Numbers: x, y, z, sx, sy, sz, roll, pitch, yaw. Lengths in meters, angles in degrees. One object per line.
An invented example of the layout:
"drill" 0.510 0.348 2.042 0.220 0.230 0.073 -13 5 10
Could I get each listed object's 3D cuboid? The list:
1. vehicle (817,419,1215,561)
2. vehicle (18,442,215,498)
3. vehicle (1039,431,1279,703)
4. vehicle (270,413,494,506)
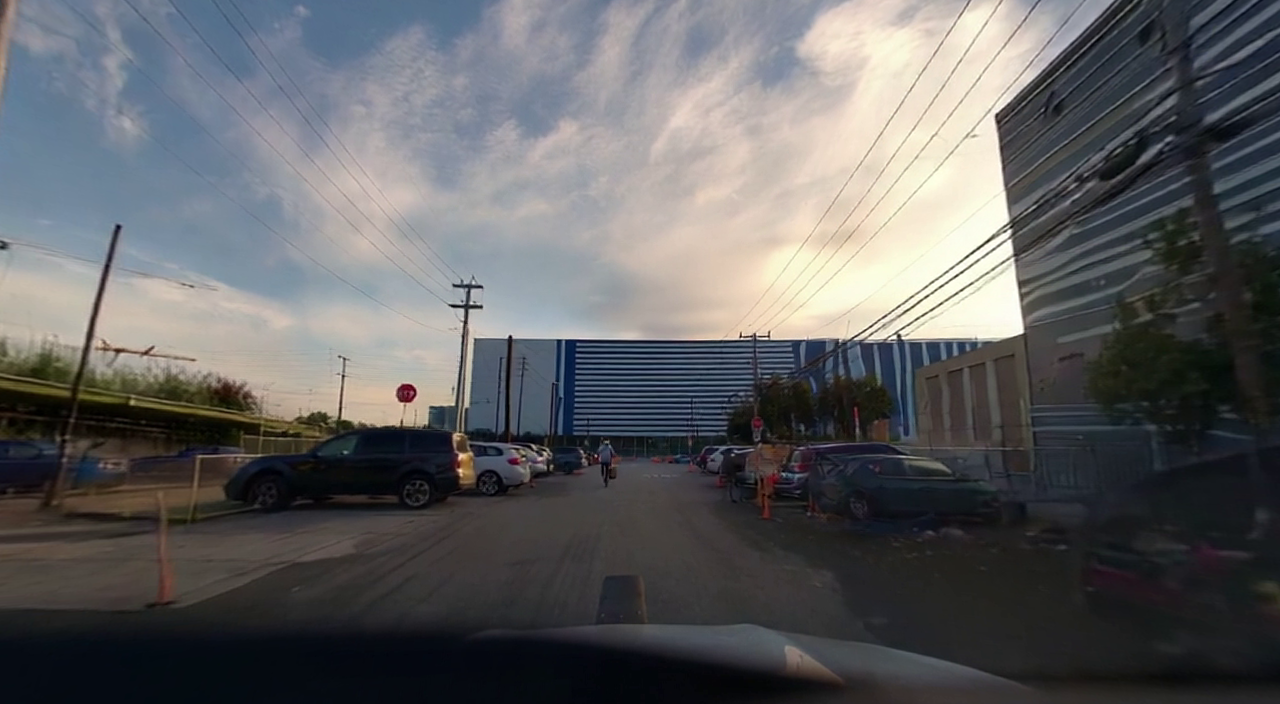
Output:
"vehicle" 5.032 1.897 9.080 4.402 1.770 1.933 -1 -8 3
"vehicle" -15.698 3.525 19.370 1.840 1.477 4.693 -1 -8 3
"vehicle" 4.726 1.138 3.104 4.240 1.468 1.849 0 -8 -1
"vehicle" -6.431 2.731 16.175 4.727 1.976 1.970 3 -10 2
